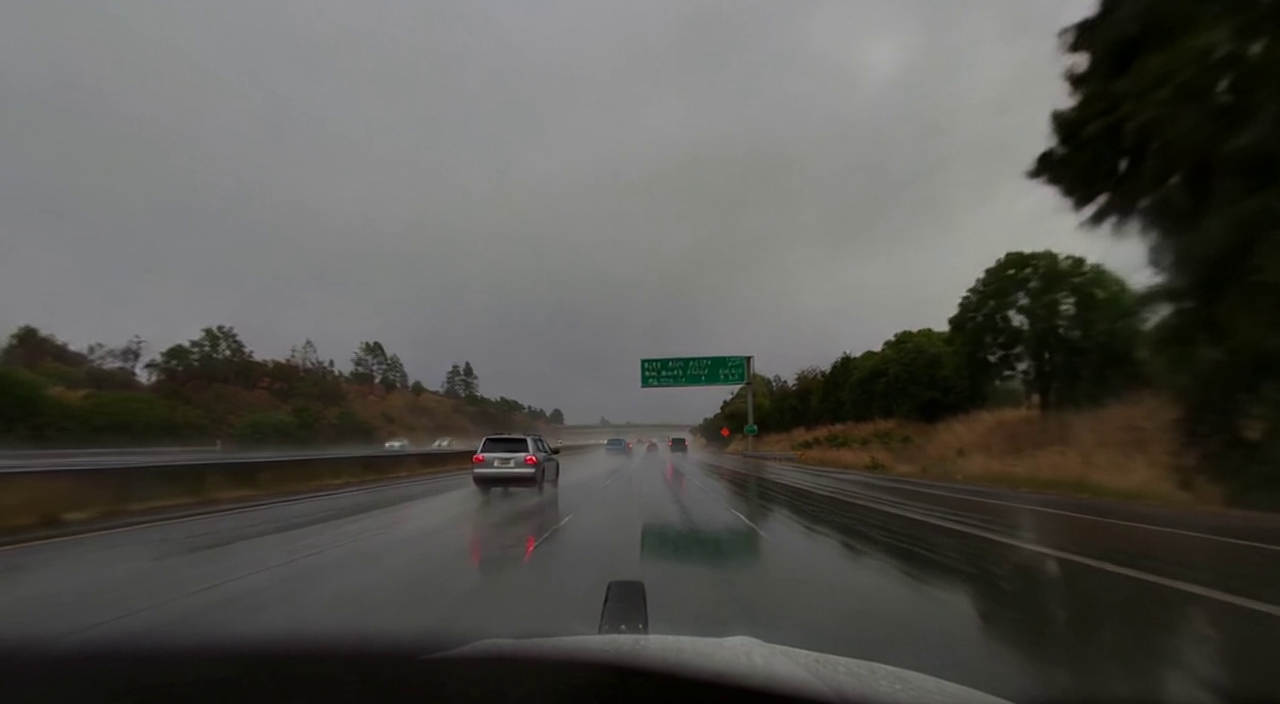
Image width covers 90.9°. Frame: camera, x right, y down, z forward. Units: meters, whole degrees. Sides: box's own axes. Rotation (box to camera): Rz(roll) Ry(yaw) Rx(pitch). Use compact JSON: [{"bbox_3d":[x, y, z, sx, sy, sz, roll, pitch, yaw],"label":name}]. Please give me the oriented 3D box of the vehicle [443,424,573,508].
[{"bbox_3d":[-3.186,2.909,16.456,2.218,1.848,4.789,0,-9,2],"label":"vehicle"}]
